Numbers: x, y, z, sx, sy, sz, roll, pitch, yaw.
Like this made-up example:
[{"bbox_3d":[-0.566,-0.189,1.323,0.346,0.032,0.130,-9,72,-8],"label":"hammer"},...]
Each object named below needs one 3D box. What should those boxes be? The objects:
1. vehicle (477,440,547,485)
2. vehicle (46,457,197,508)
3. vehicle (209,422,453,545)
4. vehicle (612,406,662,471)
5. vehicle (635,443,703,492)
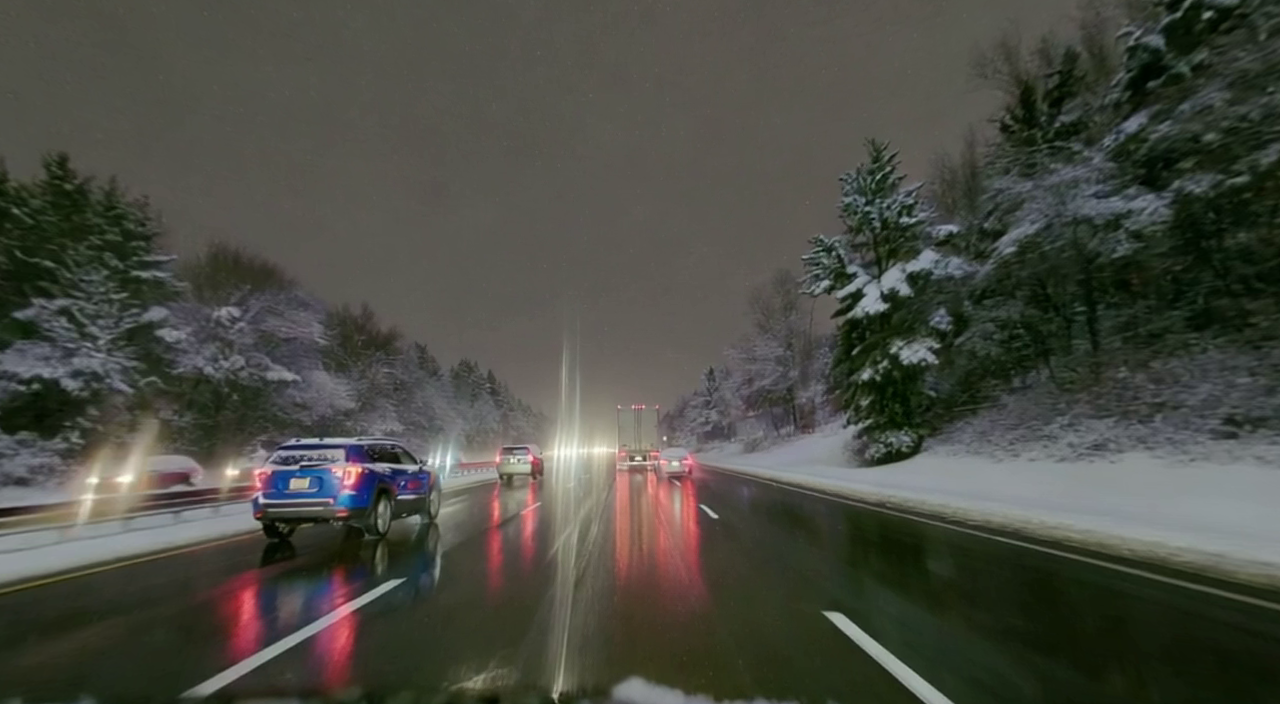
[{"bbox_3d":[-5.154,4.496,25.768,2.035,1.664,4.064,0,-9,0],"label":"vehicle"},{"bbox_3d":[-17.422,4.377,21.354,1.811,1.483,3.882,0,-9,0],"label":"vehicle"},{"bbox_3d":[-4.908,2.142,10.813,2.100,1.671,4.105,0,-9,0],"label":"vehicle"},{"bbox_3d":[-0.420,6.229,44.688,3.113,4.066,10.786,0,-9,-3],"label":"vehicle"},{"bbox_3d":[0.883,3.869,21.304,2.026,1.489,4.045,0,-9,-1],"label":"vehicle"}]
